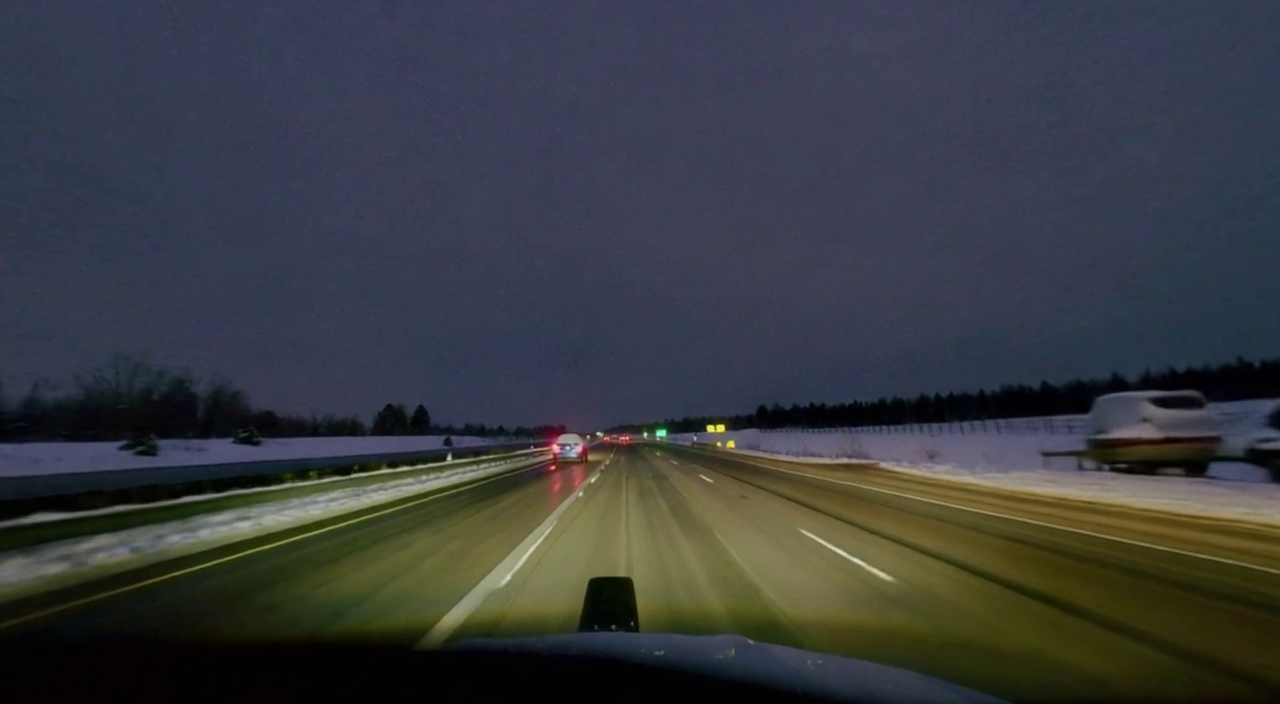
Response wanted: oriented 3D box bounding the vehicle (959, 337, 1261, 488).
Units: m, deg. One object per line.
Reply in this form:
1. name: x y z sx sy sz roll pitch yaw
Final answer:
1. vehicle: 16.525 2.383 23.880 2.935 4.242 10.799 4 -7 -2

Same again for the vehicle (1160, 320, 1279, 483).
1. vehicle: 17.307 1.207 14.620 2.909 4.017 8.582 4 -6 -3

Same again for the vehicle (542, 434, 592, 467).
1. vehicle: -3.823 5.221 33.654 2.206 1.604 4.374 0 -8 0
